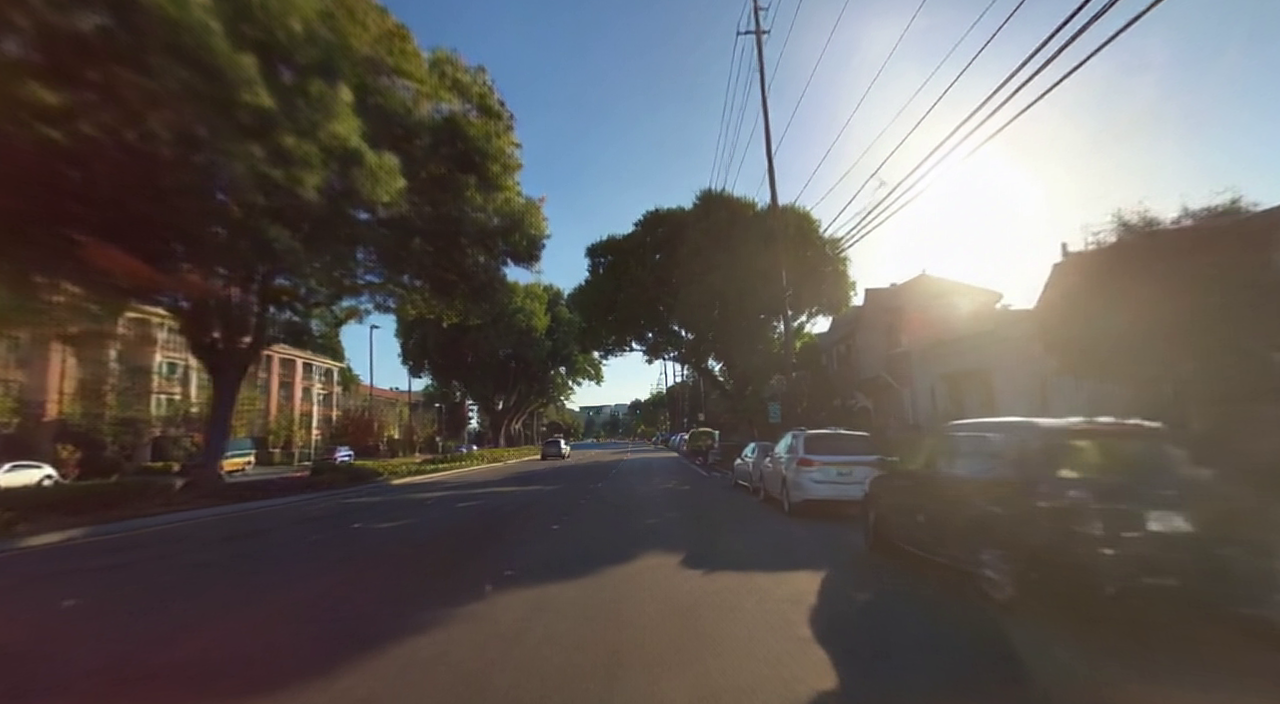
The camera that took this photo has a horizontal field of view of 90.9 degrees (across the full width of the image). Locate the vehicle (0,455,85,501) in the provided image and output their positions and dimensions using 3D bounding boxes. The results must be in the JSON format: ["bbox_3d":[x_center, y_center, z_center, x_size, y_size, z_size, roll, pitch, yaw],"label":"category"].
[{"bbox_3d":[-25.783,5.093,25.710,2.121,1.699,4.506,0,-8,0],"label":"vehicle"}]

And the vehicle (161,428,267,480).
[{"bbox_3d":[-25.689,6.171,38.433,2.223,2.895,5.824,0,-8,1],"label":"vehicle"}]

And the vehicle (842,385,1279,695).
[{"bbox_3d":[3.675,1.356,5.850,2.041,1.661,4.773,0,-8,0],"label":"vehicle"}]

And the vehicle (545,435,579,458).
[{"bbox_3d":[-5.986,7.299,48.858,2.000,1.671,4.497,0,-8,2],"label":"vehicle"}]
